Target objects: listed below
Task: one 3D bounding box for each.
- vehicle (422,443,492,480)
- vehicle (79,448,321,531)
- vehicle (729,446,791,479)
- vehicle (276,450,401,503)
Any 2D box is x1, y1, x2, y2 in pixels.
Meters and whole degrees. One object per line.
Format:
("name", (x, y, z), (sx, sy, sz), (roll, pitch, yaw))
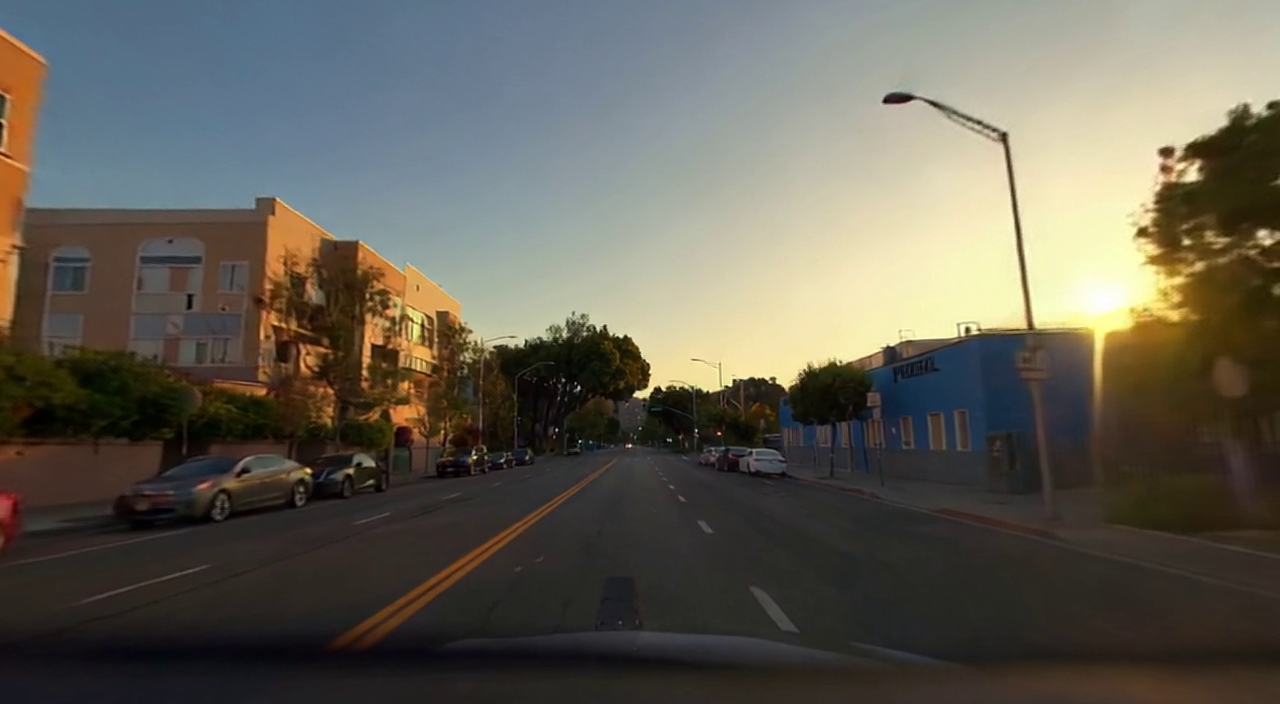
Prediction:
("vehicle", (-10.003, 5.981, 35.056), (2.228, 1.863, 5.407), (0, -8, 1))
("vehicle", (-10.079, 3.136, 15.206), (1.995, 1.564, 5.321), (0, -8, 0))
("vehicle", (6.012, 5.571, 32.270), (2.038, 1.482, 4.994), (0, -8, -2))
("vehicle", (-9.672, 3.991, 20.748), (2.021, 1.482, 4.601), (0, -8, -3))
